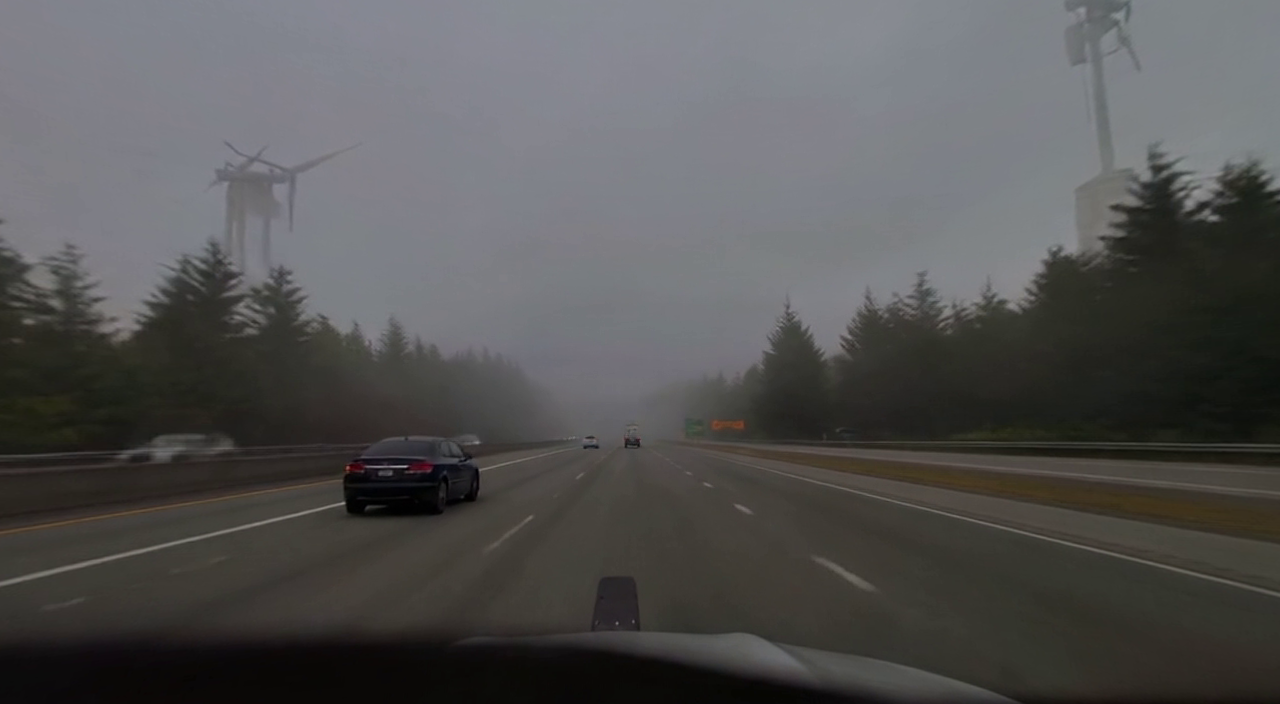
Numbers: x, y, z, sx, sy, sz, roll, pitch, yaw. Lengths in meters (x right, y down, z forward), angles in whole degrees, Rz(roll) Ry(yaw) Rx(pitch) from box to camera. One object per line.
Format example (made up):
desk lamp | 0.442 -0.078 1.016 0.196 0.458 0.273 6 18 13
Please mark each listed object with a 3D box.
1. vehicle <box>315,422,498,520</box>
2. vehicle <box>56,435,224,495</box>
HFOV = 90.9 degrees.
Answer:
vehicle | -4.110 2.129 11.877 1.950 1.511 3.965 0 -8 -1
vehicle | -16.052 3.610 20.598 2.025 1.739 4.216 0 -8 -1
